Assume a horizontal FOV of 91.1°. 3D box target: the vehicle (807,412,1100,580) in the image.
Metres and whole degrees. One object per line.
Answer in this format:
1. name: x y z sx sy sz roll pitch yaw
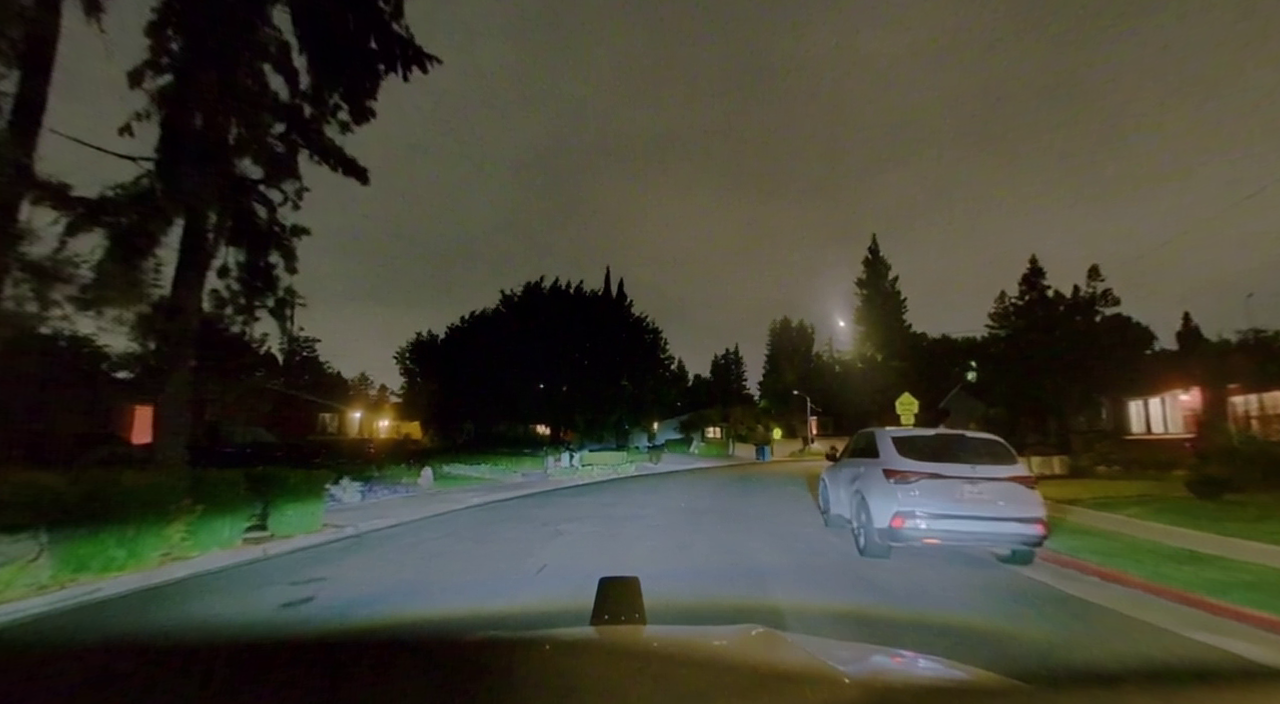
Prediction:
1. vehicle: 3.981 1.890 9.130 2.163 1.760 4.591 0 -9 4
